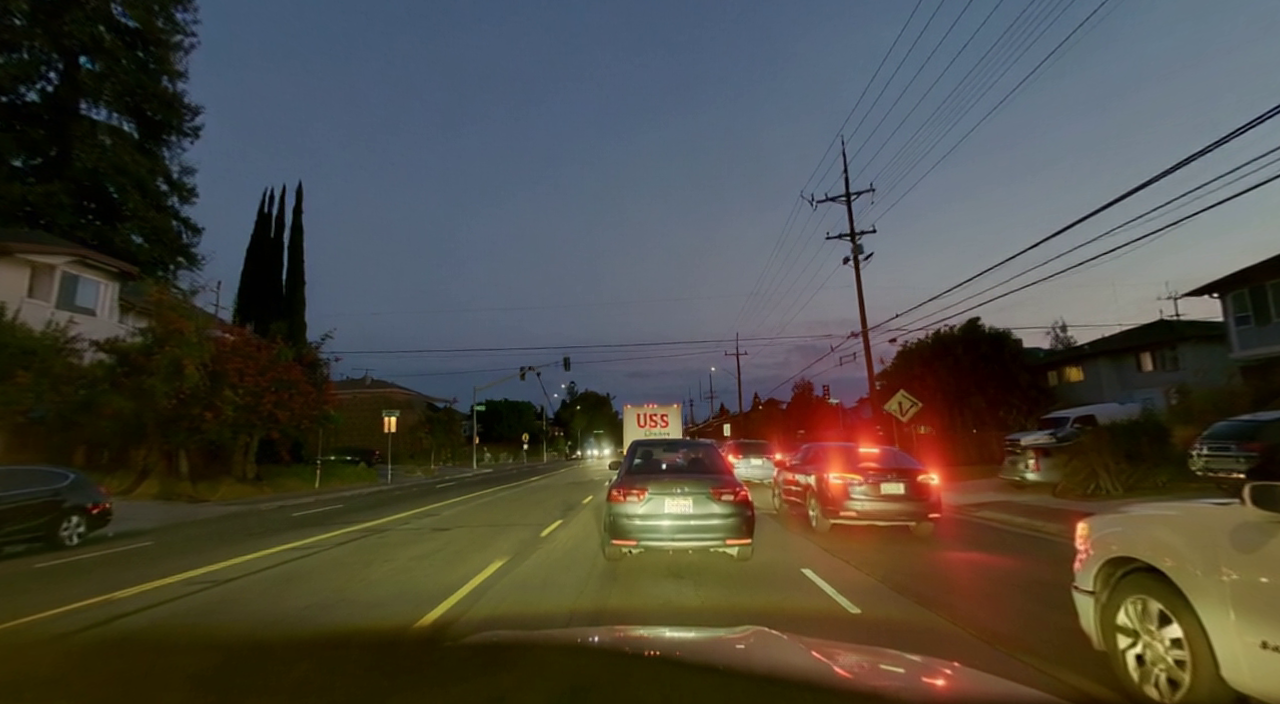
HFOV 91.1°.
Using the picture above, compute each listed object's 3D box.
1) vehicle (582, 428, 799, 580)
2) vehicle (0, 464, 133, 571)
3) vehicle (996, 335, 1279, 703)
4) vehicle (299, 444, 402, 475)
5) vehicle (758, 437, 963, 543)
[{"bbox_3d":[0.503,1.844,8.518,2.158,1.499,4.377,0,-8,0],"label":"vehicle"},{"bbox_3d":[-10.343,2.453,9.126,1.925,1.482,4.753,0,-8,1],"label":"vehicle"},{"bbox_3d":[3.316,0.711,1.594,2.069,1.722,4.888,0,-8,2],"label":"vehicle"},{"bbox_3d":[-17.447,6.464,37.948,5.274,1.793,1.921,0,-8,2],"label":"vehicle"},{"bbox_3d":[3.533,2.280,11.121,1.993,1.479,4.487,0,-8,0],"label":"vehicle"}]
